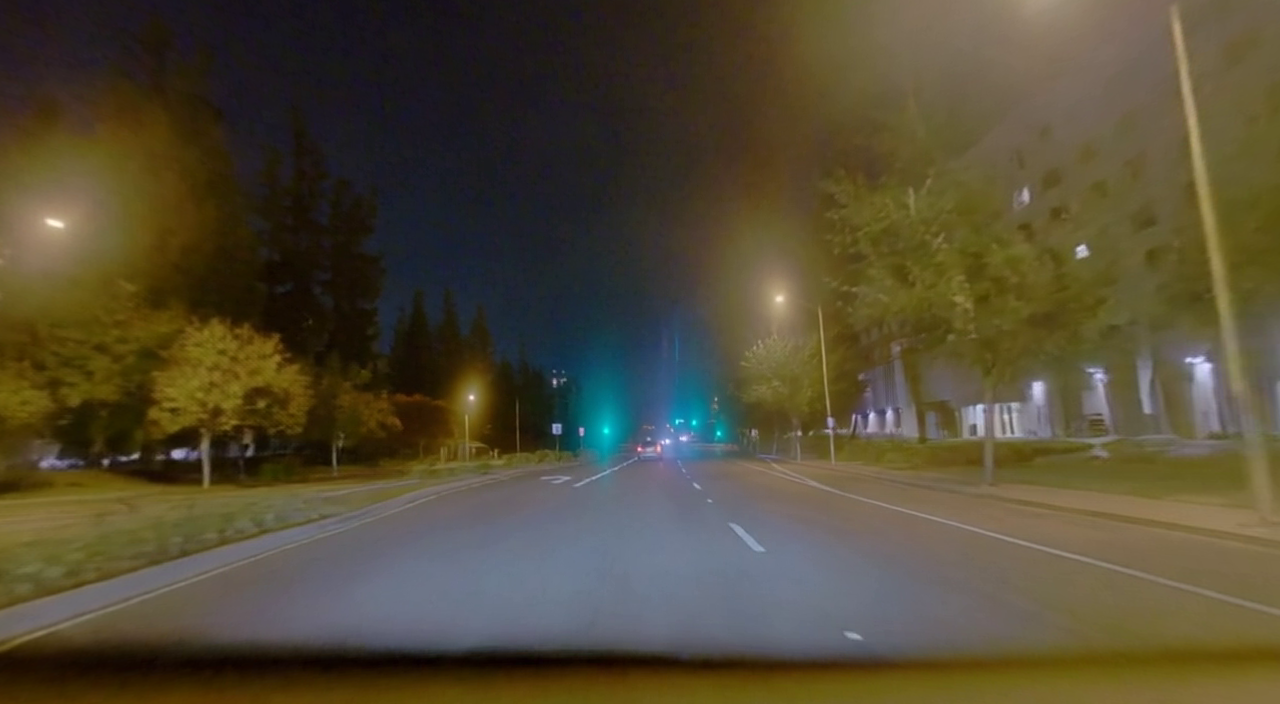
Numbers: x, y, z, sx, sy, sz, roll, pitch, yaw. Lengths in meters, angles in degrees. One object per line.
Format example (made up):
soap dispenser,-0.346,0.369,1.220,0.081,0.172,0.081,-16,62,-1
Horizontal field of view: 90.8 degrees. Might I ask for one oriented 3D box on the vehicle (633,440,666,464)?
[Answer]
vehicle,0.707,6.732,42.580,2.037,1.568,3.693,-1,-8,4
